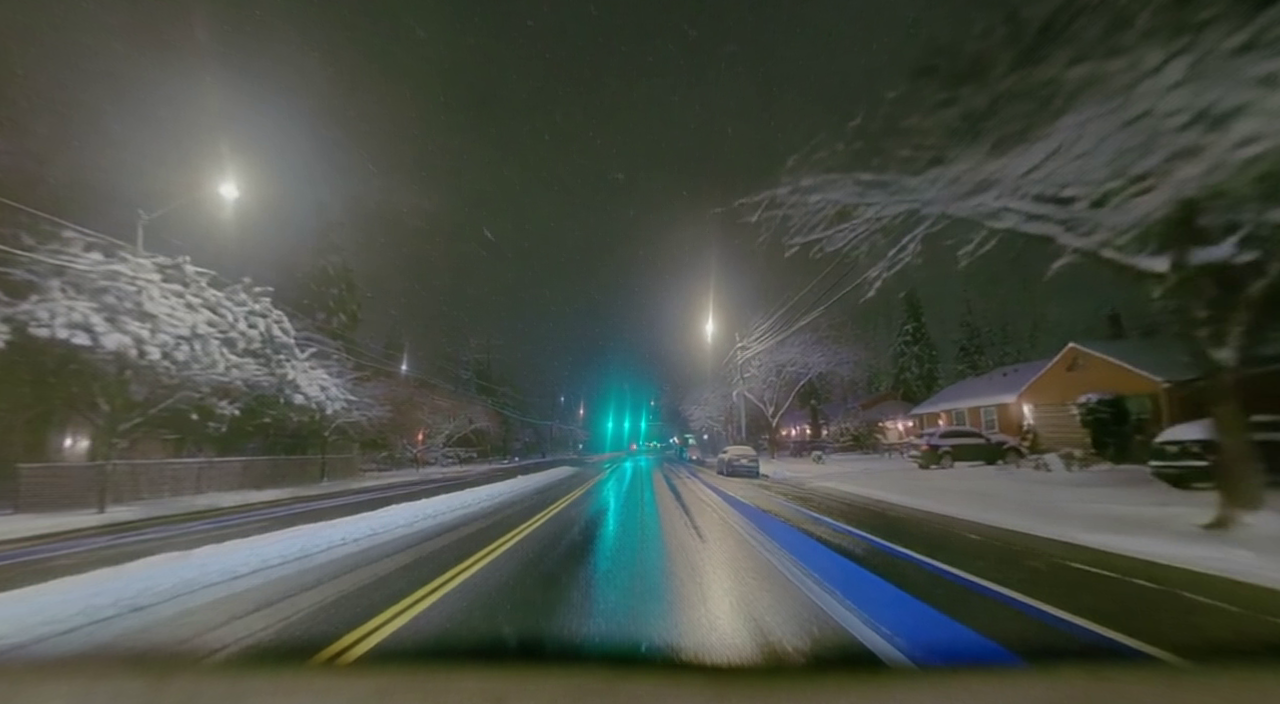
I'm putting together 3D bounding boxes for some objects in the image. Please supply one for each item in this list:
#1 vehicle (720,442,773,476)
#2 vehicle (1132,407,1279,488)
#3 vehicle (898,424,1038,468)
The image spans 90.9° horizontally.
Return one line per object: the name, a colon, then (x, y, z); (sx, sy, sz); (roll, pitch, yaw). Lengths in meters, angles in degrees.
vehicle: (5.263, 5.330, 31.606); (1.955, 1.549, 4.129); (0, -8, 0)
vehicle: (13.261, 1.954, 12.985); (4.389, 1.530, 1.992); (-1, -8, 6)
vehicle: (12.946, 3.744, 25.129); (4.476, 1.686, 1.878); (0, -8, 1)
